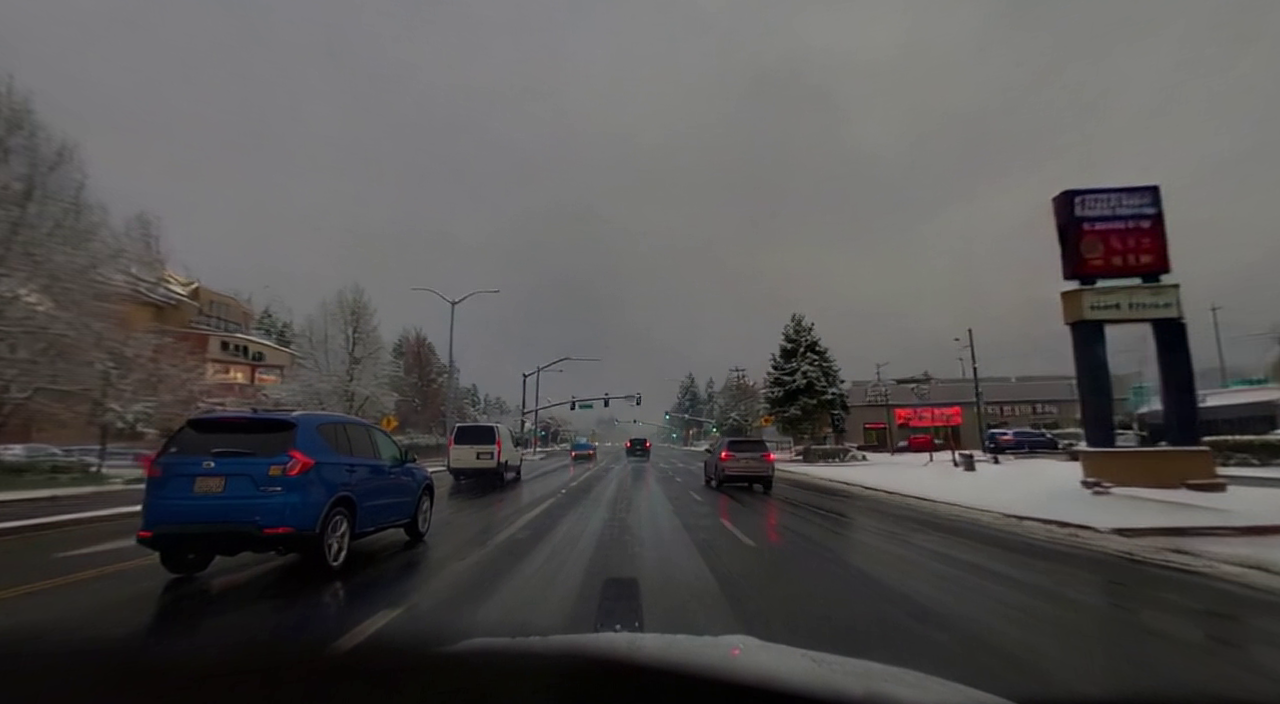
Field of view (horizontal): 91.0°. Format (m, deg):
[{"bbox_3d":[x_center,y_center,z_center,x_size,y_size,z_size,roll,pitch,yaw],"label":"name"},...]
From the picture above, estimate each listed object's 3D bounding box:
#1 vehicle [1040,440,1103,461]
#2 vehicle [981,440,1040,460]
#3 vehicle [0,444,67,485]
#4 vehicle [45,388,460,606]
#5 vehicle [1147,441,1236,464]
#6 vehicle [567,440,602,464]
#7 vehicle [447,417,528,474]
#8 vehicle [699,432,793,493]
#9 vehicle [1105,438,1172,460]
[{"bbox_3d":[33.200,7.611,48.576,1.817,1.503,4.238,0,-9,-1],"label":"vehicle"},{"bbox_3d":[28.095,7.434,47.886,1.760,1.431,4.343,0,-9,-2],"label":"vehicle"},{"bbox_3d":[-29.963,5.255,29.551,4.126,1.850,1.972,0,-9,2],"label":"vehicle"},{"bbox_3d":[-3.756,1.495,7.311,2.038,1.748,4.303,0,-9,0],"label":"vehicle"},{"bbox_3d":[43.209,7.878,49.543,1.980,1.596,5.674,-1,-8,1],"label":"vehicle"},{"bbox_3d":[-4.091,7.519,47.320,2.133,1.677,4.727,0,-9,0],"label":"vehicle"},{"bbox_3d":[-7.648,4.831,32.444,2.863,2.592,6.410,1,-9,-3],"label":"vehicle"},{"bbox_3d":[3.375,3.648,21.150,2.167,1.792,4.835,1,-9,-2],"label":"vehicle"},{"bbox_3d":[38.142,7.434,48.286,1.812,1.641,3.875,1,-9,-3],"label":"vehicle"}]
